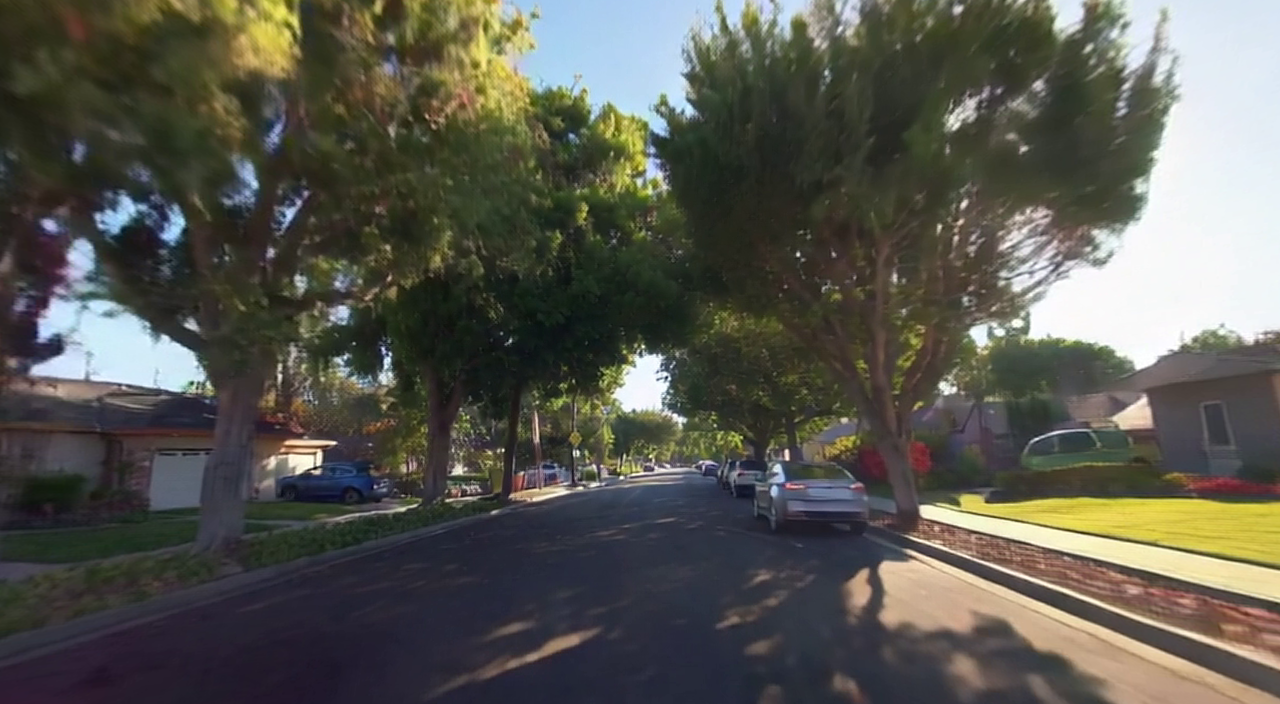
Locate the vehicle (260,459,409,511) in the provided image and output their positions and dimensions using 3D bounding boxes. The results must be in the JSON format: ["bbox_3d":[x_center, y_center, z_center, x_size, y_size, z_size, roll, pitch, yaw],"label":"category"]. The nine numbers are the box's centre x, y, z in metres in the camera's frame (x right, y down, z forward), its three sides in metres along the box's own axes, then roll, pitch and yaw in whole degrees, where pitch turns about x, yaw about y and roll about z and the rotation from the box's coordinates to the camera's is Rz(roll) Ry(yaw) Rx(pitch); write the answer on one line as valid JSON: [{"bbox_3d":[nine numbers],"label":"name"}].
[{"bbox_3d":[-11.283,4.904,23.551,4.511,1.809,2.018,-1,-10,5],"label":"vehicle"}]

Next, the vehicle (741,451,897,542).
[{"bbox_3d":[3.395,2.830,13.058,2.009,1.506,4.698,0,-9,2],"label":"vehicle"}]

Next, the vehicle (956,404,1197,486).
[{"bbox_3d":[11.707,2.607,17.350,4.861,1.911,2.181,1,-13,6],"label":"vehicle"}]
